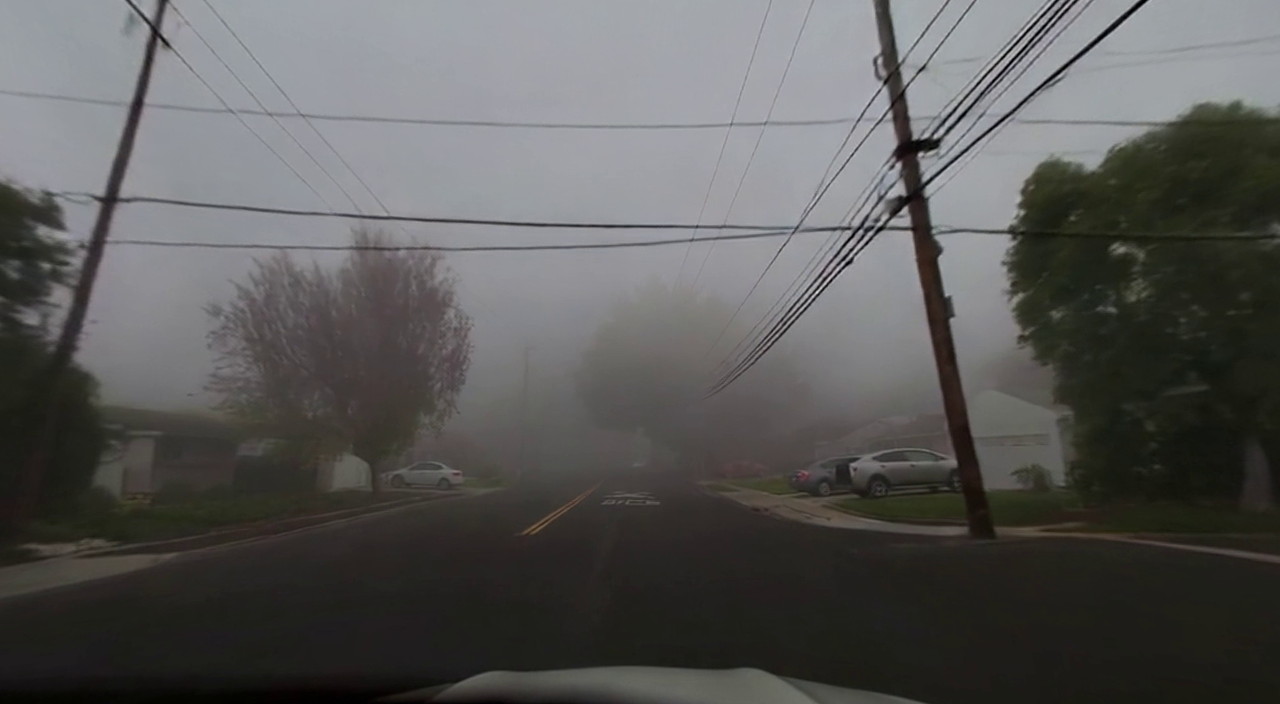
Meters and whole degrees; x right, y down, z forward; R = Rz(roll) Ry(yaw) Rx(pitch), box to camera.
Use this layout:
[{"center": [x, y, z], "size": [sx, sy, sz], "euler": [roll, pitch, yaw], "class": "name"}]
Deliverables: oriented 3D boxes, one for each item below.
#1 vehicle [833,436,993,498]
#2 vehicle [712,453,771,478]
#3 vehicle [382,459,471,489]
[{"center": [9.282, 3.909, 21.748], "size": [4.557, 2.012, 1.917], "euler": [0, -8, -3], "class": "vehicle"}, {"center": [7.383, 8.258, 46.178], "size": [3.846, 1.725, 1.920], "euler": [1, -8, -4], "class": "vehicle"}, {"center": [-11.992, 6.845, 35.665], "size": [4.243, 1.598, 2.003], "euler": [0, -9, 3], "class": "vehicle"}]
